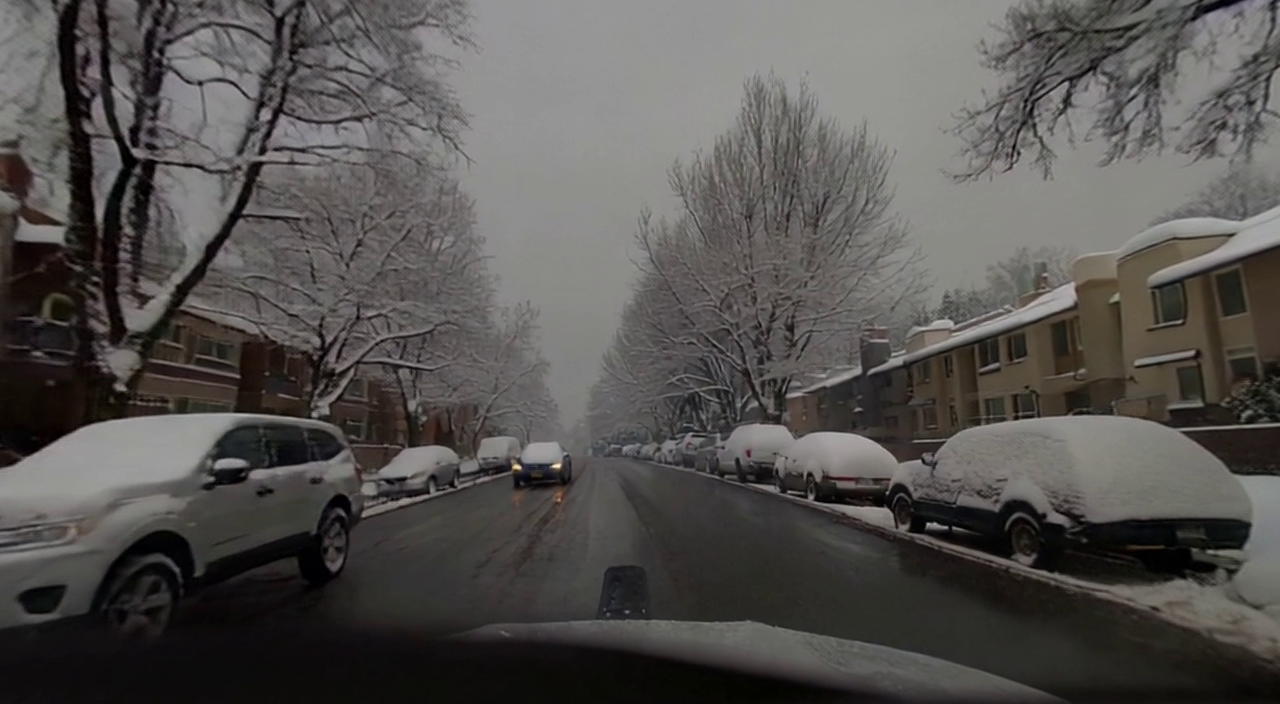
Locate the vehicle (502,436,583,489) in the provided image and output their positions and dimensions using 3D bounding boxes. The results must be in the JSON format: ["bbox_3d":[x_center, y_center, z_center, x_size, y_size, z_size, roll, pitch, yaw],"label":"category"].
[{"bbox_3d":[-2.969,3.469,20.195,1.971,1.476,4.593,0,-8,-1],"label":"vehicle"}]

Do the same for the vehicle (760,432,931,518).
[{"bbox_3d":[4.168,2.550,13.719,1.876,1.538,4.447,0,-8,-5],"label":"vehicle"}]

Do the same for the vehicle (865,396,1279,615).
[{"bbox_3d":[4.563,1.544,7.390,1.937,1.722,4.575,0,-8,-3],"label":"vehicle"}]

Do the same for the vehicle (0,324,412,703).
[{"bbox_3d":[-3.949,1.211,5.628,2.197,2.047,4.985,0,-8,-3],"label":"vehicle"}]
